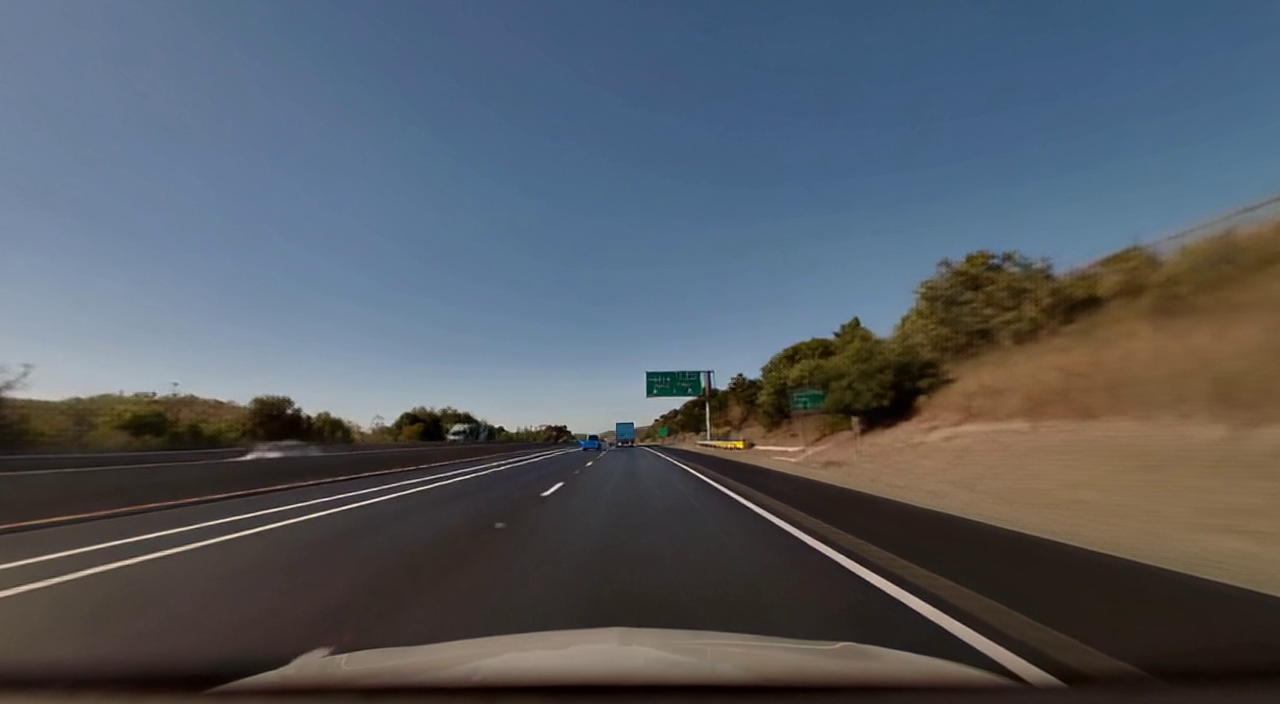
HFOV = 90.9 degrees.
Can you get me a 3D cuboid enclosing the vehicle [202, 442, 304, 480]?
[{"bbox_3d":[-16.681,4.686,27.410,2.078,1.506,3.740,0,-8,-1],"label":"vehicle"}]
